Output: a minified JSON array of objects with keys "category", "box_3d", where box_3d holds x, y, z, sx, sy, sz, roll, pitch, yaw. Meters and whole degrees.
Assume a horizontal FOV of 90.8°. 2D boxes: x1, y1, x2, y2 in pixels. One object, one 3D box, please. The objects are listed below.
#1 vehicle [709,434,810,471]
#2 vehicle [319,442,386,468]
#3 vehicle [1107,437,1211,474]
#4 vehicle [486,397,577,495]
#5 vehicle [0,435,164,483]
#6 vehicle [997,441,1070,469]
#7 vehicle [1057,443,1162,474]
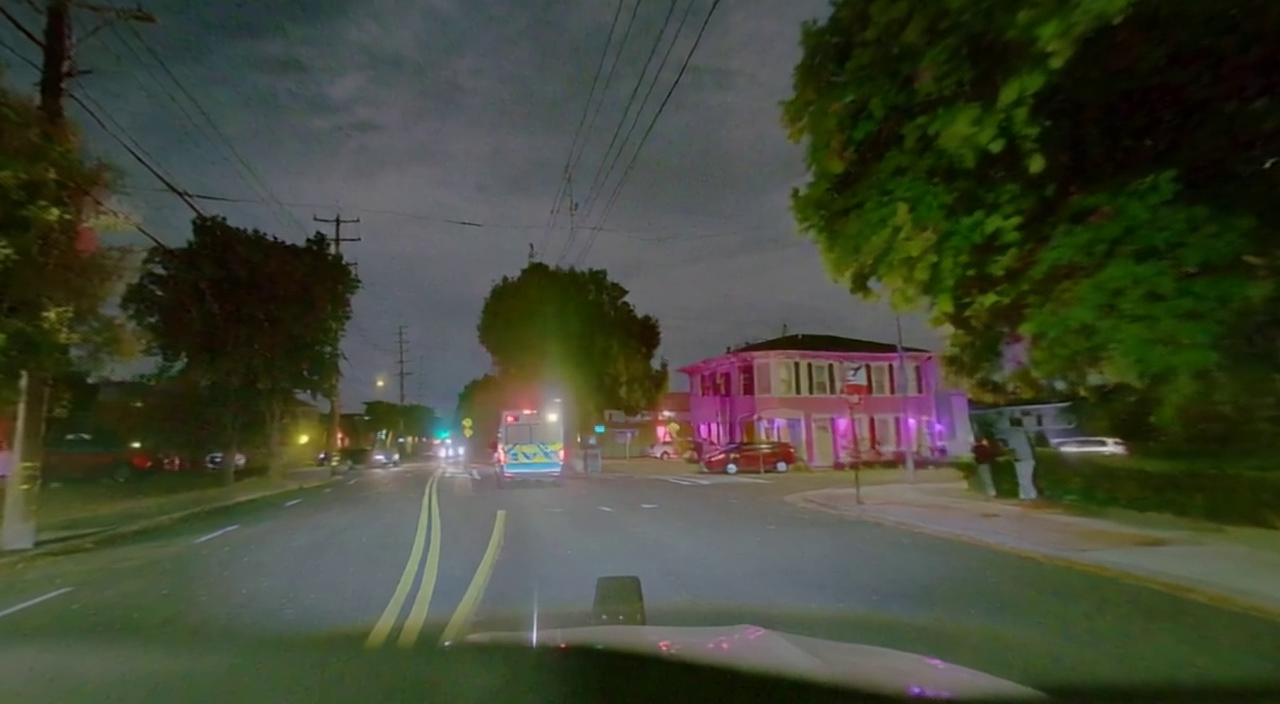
[{"category":"vehicle","box_3d":[6.754,5.739,36.261,5.270,1.966,2.329,-1,-8,0]},{"category":"vehicle","box_3d":[-20.702,7.392,45.431,4.502,1.810,2.056,-5,-9,28]},{"category":"vehicle","box_3d":[27.400,5.465,33.566,1.894,1.784,4.355,-1,-8,3]},{"category":"vehicle","box_3d":[-3.512,2.932,19.974,2.444,2.640,5.482,1,-8,-12]},{"category":"vehicle","box_3d":[-23.497,4.377,25.749,5.910,1.681,2.579,1,-11,-16]},{"category":"vehicle","box_3d":[25.033,6.517,40.386,1.899,1.635,4.603,-1,-8,4]},{"category":"vehicle","box_3d":[24.840,5.639,33.700,1.861,1.470,4.867,-1,-8,0]}]
